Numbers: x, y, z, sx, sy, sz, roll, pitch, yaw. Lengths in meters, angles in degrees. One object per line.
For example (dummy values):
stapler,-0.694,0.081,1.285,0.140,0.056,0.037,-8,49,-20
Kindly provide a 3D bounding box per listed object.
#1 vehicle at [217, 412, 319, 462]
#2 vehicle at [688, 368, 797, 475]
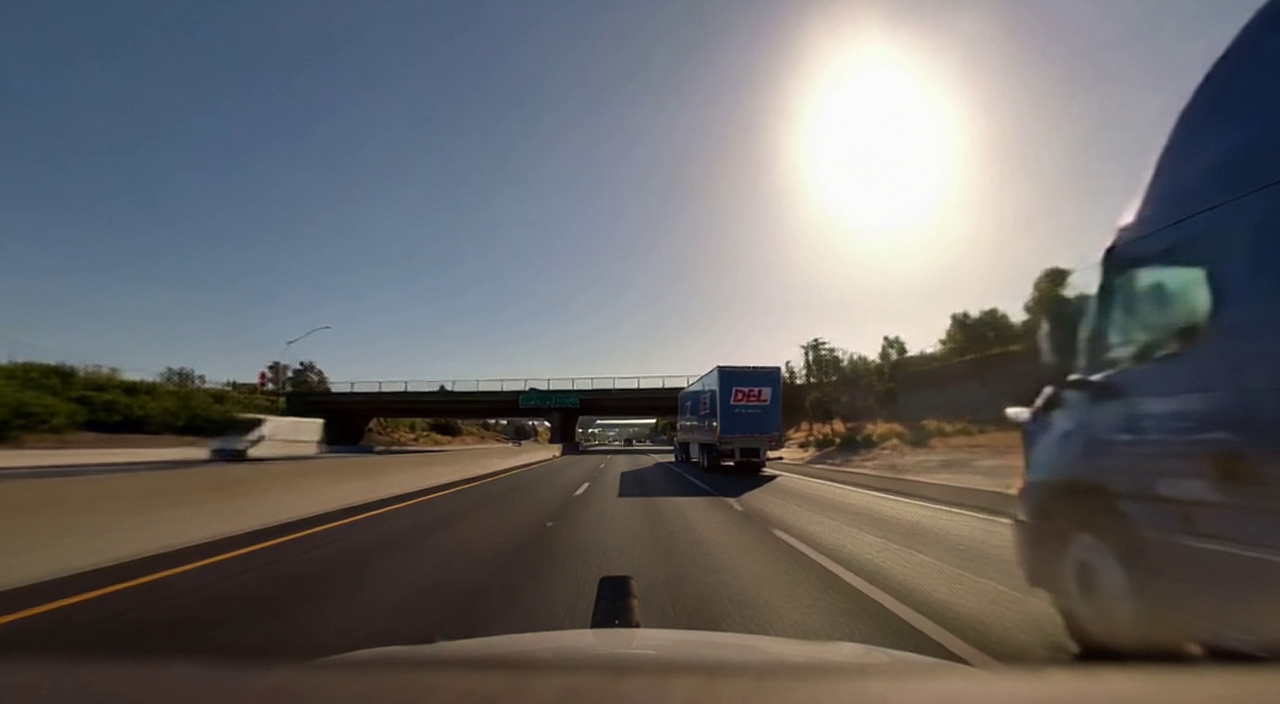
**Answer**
vehicle,-20.787,4.829,35.548,2.185,2.586,5.782,0,-8,0
vehicle,4.063,3.108,27.214,2.880,3.918,8.254,0,-8,-3
